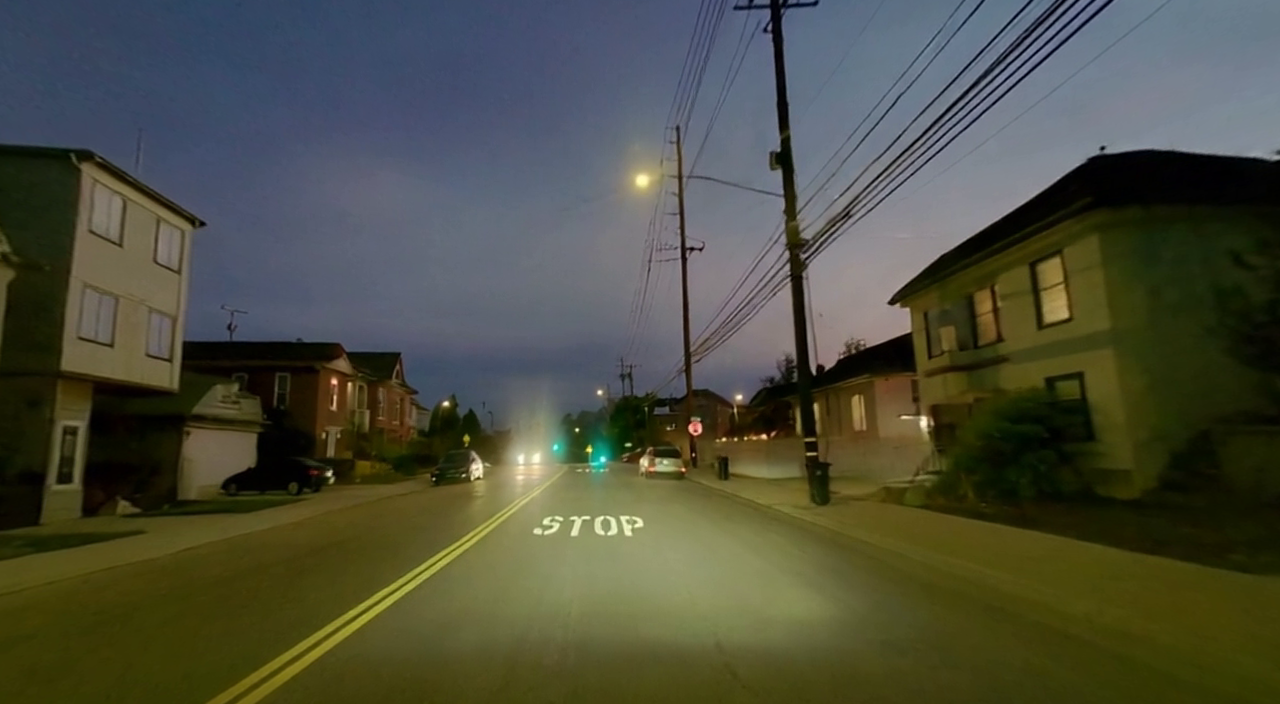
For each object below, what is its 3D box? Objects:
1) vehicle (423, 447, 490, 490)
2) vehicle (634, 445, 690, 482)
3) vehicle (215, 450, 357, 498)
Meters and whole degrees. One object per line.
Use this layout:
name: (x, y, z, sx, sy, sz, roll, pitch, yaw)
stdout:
vehicle: (-8.930, 5.641, 31.145, 2.156, 1.728, 4.619, -2, -7, -3)
vehicle: (0.924, 5.055, 29.043, 2.080, 1.531, 4.415, 0, -8, -4)
vehicle: (-13.552, 4.659, 24.392, 4.266, 1.674, 1.933, 0, -8, -4)
